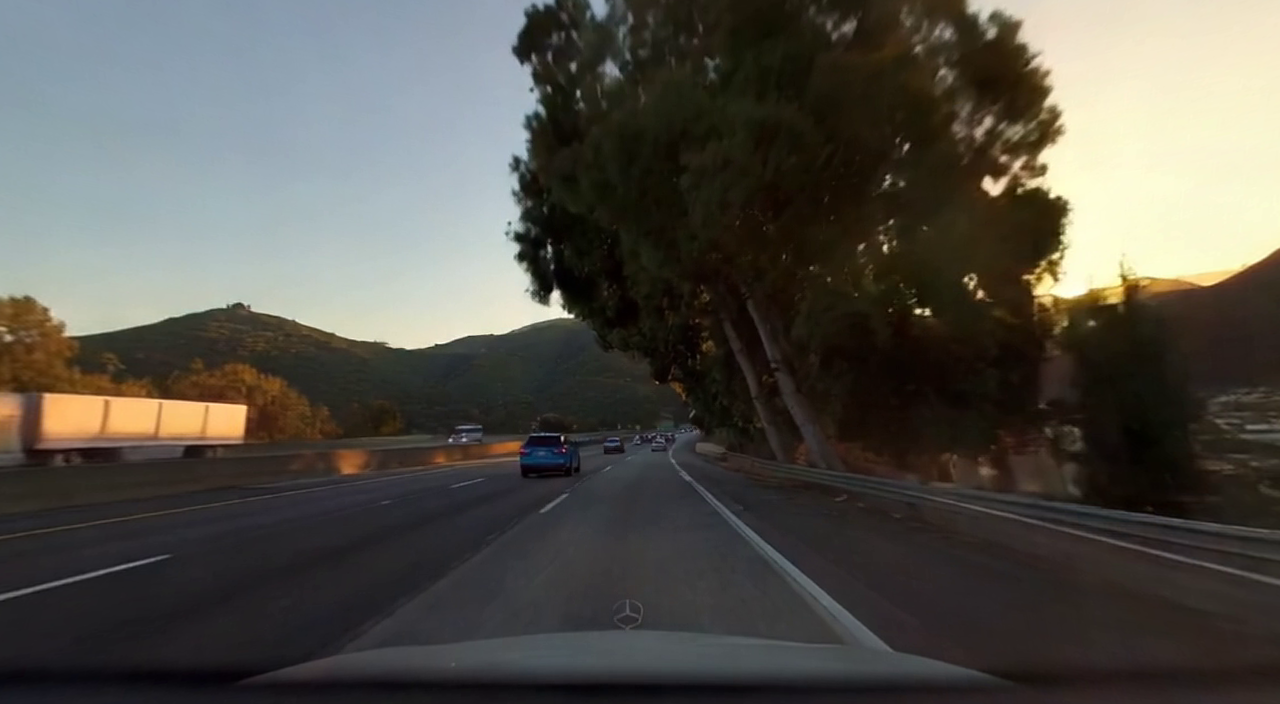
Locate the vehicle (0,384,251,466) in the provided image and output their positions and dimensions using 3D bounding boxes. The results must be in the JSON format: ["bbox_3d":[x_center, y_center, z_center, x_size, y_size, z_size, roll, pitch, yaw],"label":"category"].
[{"bbox_3d":[-32.081,4.927,40.658,2.876,4.206,16.437,-1,-8,3],"label":"vehicle"}]

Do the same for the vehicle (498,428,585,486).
[{"bbox_3d":[-3.176,3.507,21.375,2.138,1.718,4.415,0,-8,2],"label":"vehicle"}]
